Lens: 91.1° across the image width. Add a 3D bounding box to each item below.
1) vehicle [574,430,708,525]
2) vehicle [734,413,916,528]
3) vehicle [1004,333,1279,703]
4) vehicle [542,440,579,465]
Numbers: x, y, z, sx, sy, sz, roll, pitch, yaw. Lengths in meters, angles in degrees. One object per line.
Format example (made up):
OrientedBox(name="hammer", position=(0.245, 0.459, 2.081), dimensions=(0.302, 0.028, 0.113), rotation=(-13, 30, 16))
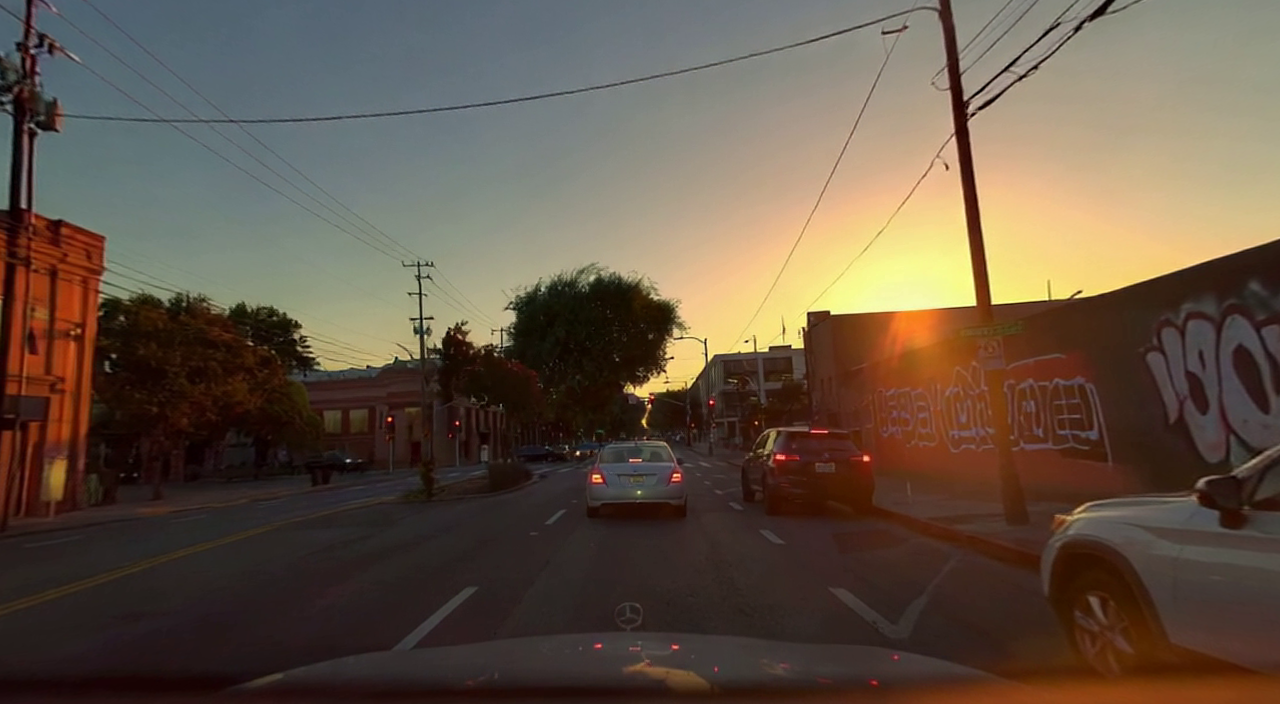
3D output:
OrientedBox(name="vehicle", position=(0.048, 2.360, 12.389), dimensions=(2.153, 1.505, 4.452), rotation=(0, -8, 1))
OrientedBox(name="vehicle", position=(3.261, 2.203, 12.245), dimensions=(2.060, 1.783, 4.579), rotation=(0, -8, -1))
OrientedBox(name="vehicle", position=(3.286, 0.712, 1.732), dimensions=(1.938, 1.714, 4.402), rotation=(0, -8, 1))
OrientedBox(name="vehicle", position=(-5.702, 7.220, 45.389), dimensions=(2.059, 1.699, 4.252), rotation=(0, -8, 0))
